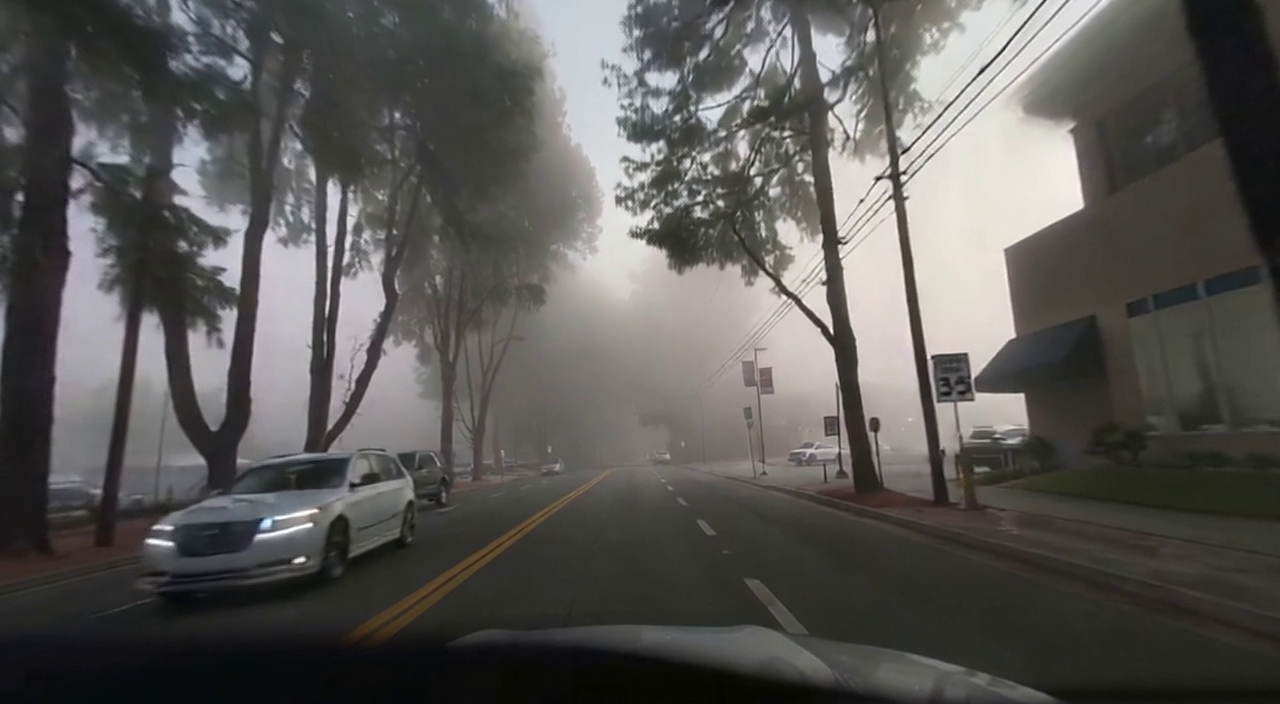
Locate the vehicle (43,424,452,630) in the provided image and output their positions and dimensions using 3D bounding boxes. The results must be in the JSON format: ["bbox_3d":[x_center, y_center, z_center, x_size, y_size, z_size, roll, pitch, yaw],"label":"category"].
[{"bbox_3d":[-4.115,1.884,7.892,2.103,1.750,4.660,-1,-9,0],"label":"vehicle"}]

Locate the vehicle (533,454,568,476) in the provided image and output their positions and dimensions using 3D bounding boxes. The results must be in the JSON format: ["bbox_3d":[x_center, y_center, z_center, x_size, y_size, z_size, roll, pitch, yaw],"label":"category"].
[{"bbox_3d":[-6.681,8.488,47.632,1.962,1.478,4.639,-1,-9,1],"label":"vehicle"}]

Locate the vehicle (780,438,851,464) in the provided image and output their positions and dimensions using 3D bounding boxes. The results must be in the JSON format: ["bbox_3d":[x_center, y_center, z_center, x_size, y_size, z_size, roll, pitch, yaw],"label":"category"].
[{"bbox_3d":[10.980,6.125,39.347,4.587,1.504,1.928,7,-11,-39],"label":"vehicle"}]

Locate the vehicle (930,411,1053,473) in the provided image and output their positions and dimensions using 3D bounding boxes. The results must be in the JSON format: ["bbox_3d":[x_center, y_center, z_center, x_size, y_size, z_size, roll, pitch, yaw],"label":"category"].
[{"bbox_3d":[11.368,2.901,20.265,2.124,1.711,5.059,-9,-12,43],"label":"vehicle"}]
